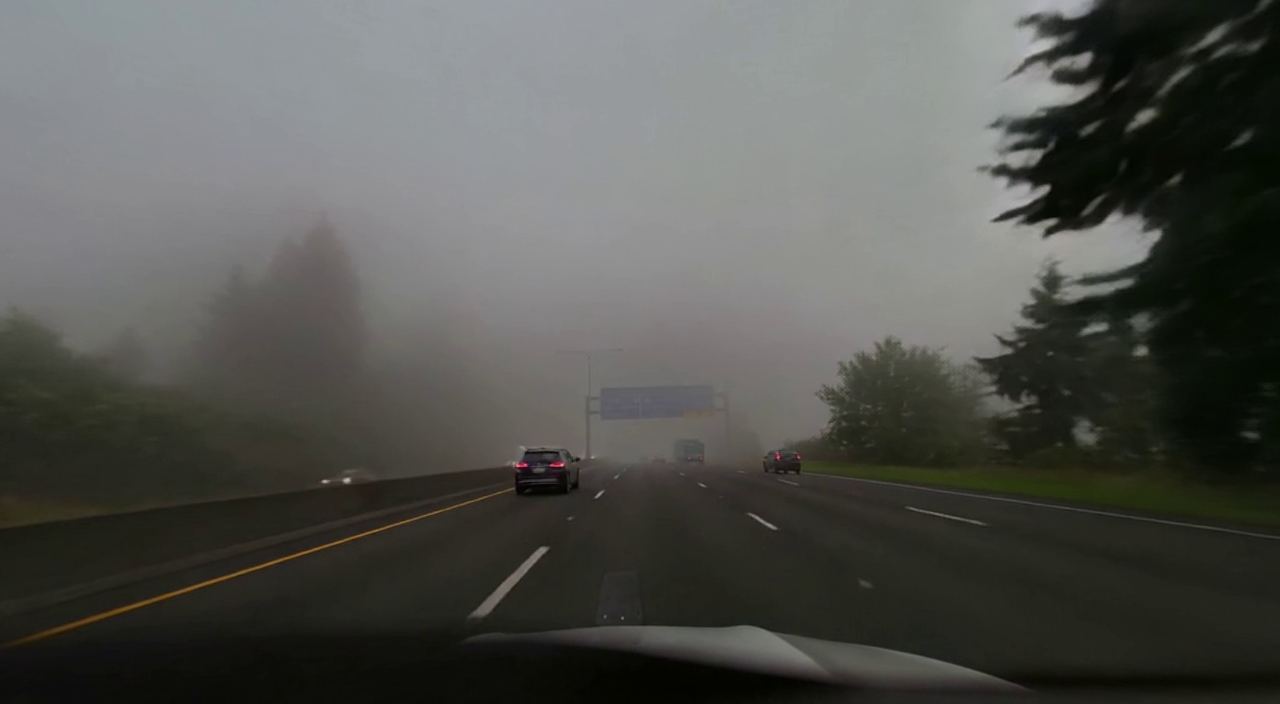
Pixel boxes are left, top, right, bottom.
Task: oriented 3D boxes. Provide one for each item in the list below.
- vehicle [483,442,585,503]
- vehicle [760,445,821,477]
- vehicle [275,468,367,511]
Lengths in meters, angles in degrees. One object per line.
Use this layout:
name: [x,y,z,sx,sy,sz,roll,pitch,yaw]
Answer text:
vehicle: [-2.935,3.465,18.512,2.191,1.563,4.318,0,-9,1]
vehicle: [7.628,5.567,32.426,1.943,1.493,4.507,0,-9,-1]
vehicle: [-11.862,5.106,23.674,1.628,1.353,3.499,0,-9,0]
